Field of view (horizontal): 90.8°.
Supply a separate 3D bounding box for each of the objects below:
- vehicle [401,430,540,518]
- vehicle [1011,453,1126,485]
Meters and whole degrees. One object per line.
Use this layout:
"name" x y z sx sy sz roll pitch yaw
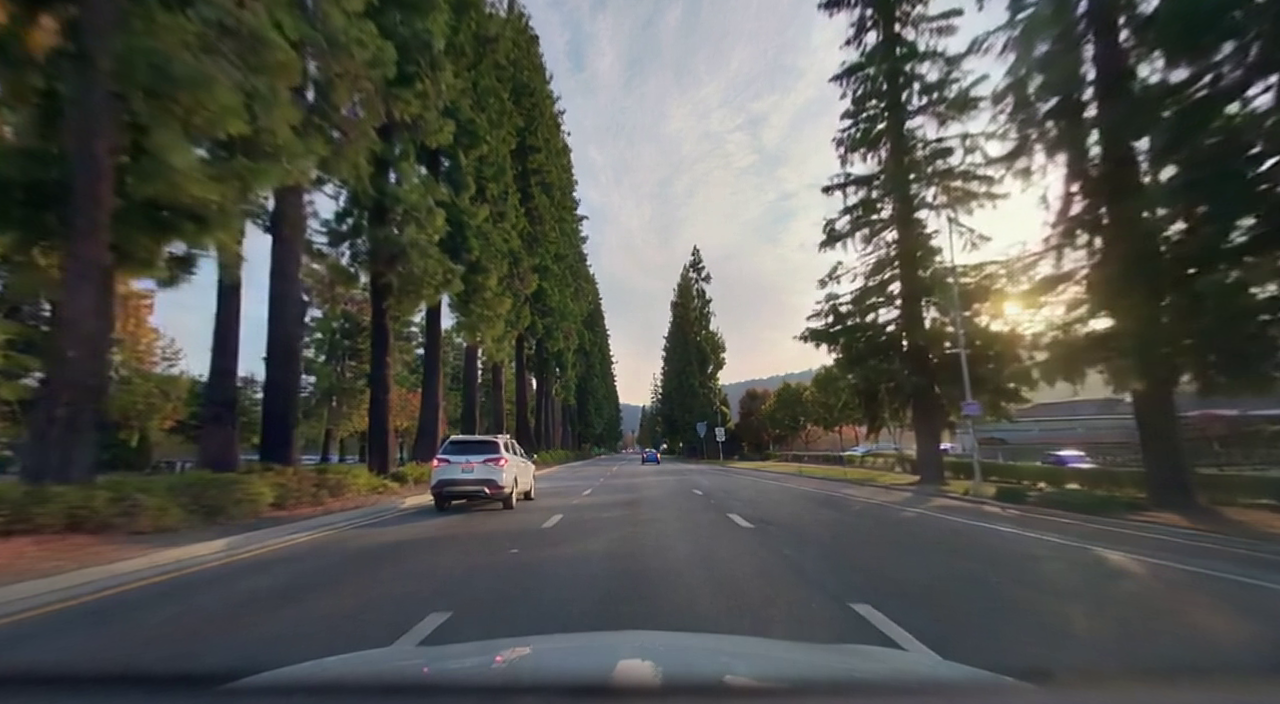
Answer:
"vehicle" -3.744 2.777 14.899 2.078 1.748 4.279 0 -8 0
"vehicle" 20.909 5.706 30.996 4.145 1.418 1.988 -1 -9 8
